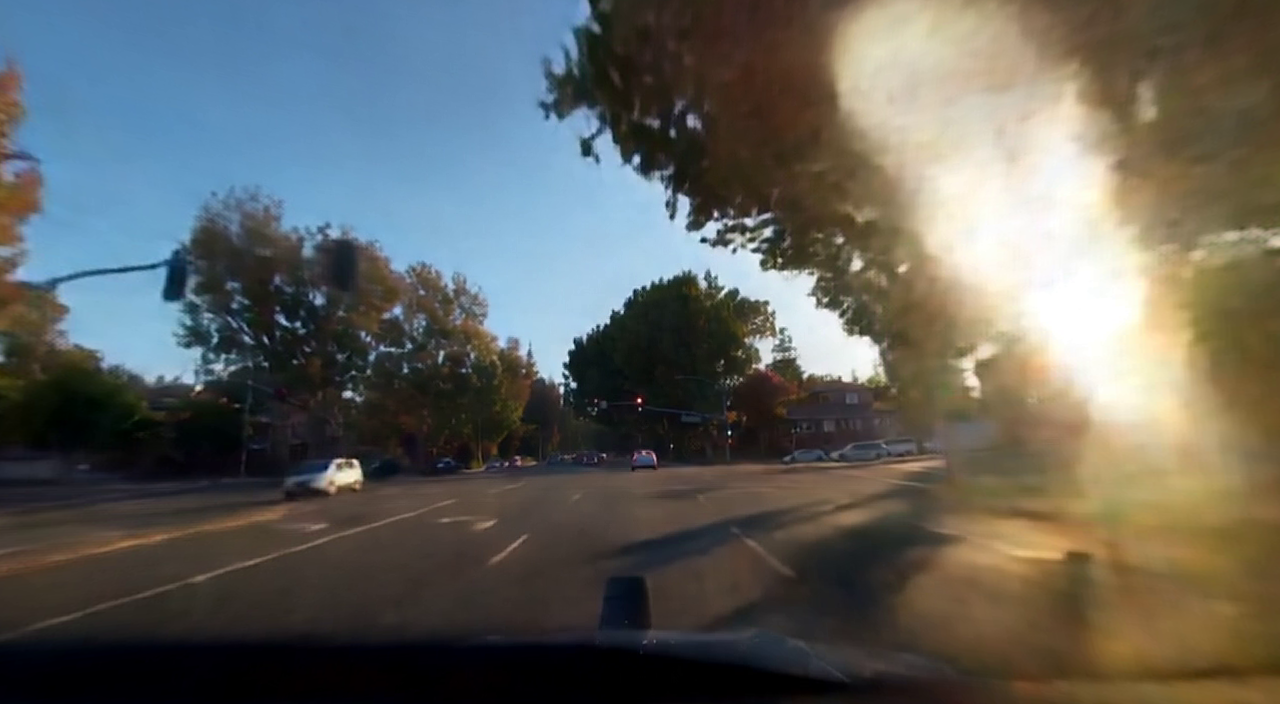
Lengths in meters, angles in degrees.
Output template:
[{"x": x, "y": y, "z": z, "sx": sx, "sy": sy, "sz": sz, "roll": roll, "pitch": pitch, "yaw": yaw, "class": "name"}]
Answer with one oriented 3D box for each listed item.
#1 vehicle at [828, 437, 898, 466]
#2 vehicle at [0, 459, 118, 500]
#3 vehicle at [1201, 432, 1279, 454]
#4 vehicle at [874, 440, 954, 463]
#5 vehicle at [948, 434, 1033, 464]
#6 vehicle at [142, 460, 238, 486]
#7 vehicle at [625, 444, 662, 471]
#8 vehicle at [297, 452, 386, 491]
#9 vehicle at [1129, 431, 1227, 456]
[{"x": 17.430, "y": 7.806, "z": 49.357, "sx": 4.554, "sy": 1.704, "sz": 2.121, "roll": -6, "pitch": -9, "yaw": 1, "class": "vehicle"}, {"x": -27.851, "y": 5.972, "z": 29.663, "sx": 4.569, "sy": 1.790, "sz": 2.292, "roll": -1, "pitch": -9, "yaw": 3, "class": "vehicle"}, {"x": 46.600, "y": 7.065, "z": 48.672, "sx": 4.485, "sy": 1.575, "sz": 1.903, "roll": -2, "pitch": -9, "yaw": 2, "class": "vehicle"}, {"x": 18.576, "y": 6.762, "z": 42.835, "sx": 4.474, "sy": 1.482, "sz": 1.937, "roll": -1, "pitch": -9, "yaw": 1, "class": "vehicle"}, {"x": 25.307, "y": 7.022, "z": 45.625, "sx": 4.897, "sy": 1.637, "sz": 1.895, "roll": -6, "pitch": -9, "yaw": 1, "class": "vehicle"}, {"x": -28.308, "y": 7.612, "z": 39.767, "sx": 4.415, "sy": 1.475, "sz": 2.183, "roll": -1, "pitch": -9, "yaw": 2, "class": "vehicle"}, {"x": 0.183, "y": 7.310, "z": 43.830, "sx": 2.437, "sy": 1.737, "sz": 4.420, "roll": 0, "pitch": -9, "yaw": -1, "class": "vehicle"}, {"x": -14.838, "y": 5.916, "z": 31.675, "sx": 2.138, "sy": 1.761, "sz": 4.611, "roll": -1, "pitch": -9, "yaw": 0, "class": "vehicle"}, {"x": 36.174, "y": 6.176, "z": 42.486, "sx": 4.586, "sy": 1.634, "sz": 2.107, "roll": -1, "pitch": -9, "yaw": 0, "class": "vehicle"}]
